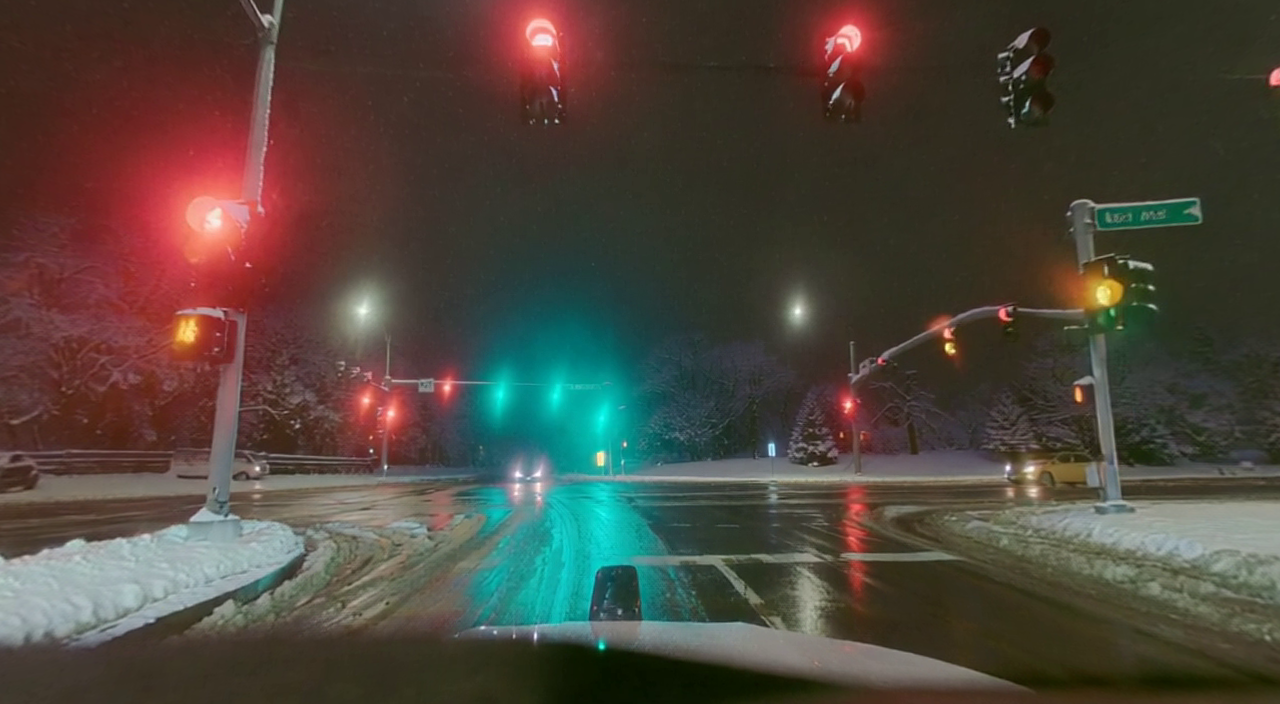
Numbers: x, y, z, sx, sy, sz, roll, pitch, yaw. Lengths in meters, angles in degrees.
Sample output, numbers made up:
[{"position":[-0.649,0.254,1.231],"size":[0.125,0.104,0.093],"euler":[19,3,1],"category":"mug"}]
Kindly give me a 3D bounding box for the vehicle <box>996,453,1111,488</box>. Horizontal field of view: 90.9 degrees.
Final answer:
[{"position":[21.249,6.137,32.477],"size":[4.455,1.647,2.124],"euler":[1,-12,-6],"category":"vehicle"}]

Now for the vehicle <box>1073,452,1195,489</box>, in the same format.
[{"position":[22.733,5.478,29.078],"size":[3.998,1.590,1.936],"euler":[1,-12,-6],"category":"vehicle"}]
